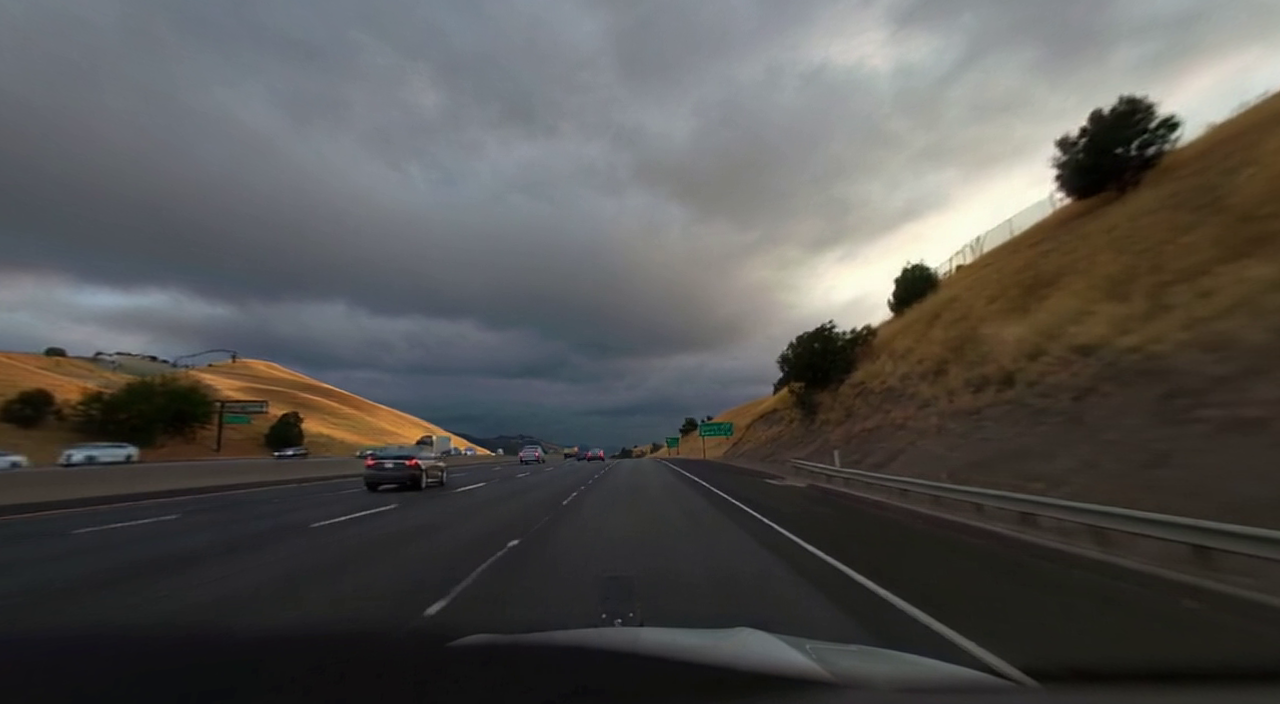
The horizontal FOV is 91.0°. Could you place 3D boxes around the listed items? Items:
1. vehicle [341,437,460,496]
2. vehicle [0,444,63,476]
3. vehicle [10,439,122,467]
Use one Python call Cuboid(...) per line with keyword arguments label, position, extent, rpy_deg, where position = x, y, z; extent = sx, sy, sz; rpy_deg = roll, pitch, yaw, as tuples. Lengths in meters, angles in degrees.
Cuboid(label="vehicle", position=(-7.304, 3.528, 19.740), extent=(2.045, 1.624, 4.338), rpy_deg=(0, -9, 0))
Cuboid(label="vehicle", position=(-30.637, 5.169, 30.194), extent=(2.016, 1.473, 4.121), rpy_deg=(0, -9, -2))
Cuboid(label="vehicle", position=(-38.711, 6.823, 42.720), extent=(2.190, 1.756, 5.847), rpy_deg=(0, -9, -2))
